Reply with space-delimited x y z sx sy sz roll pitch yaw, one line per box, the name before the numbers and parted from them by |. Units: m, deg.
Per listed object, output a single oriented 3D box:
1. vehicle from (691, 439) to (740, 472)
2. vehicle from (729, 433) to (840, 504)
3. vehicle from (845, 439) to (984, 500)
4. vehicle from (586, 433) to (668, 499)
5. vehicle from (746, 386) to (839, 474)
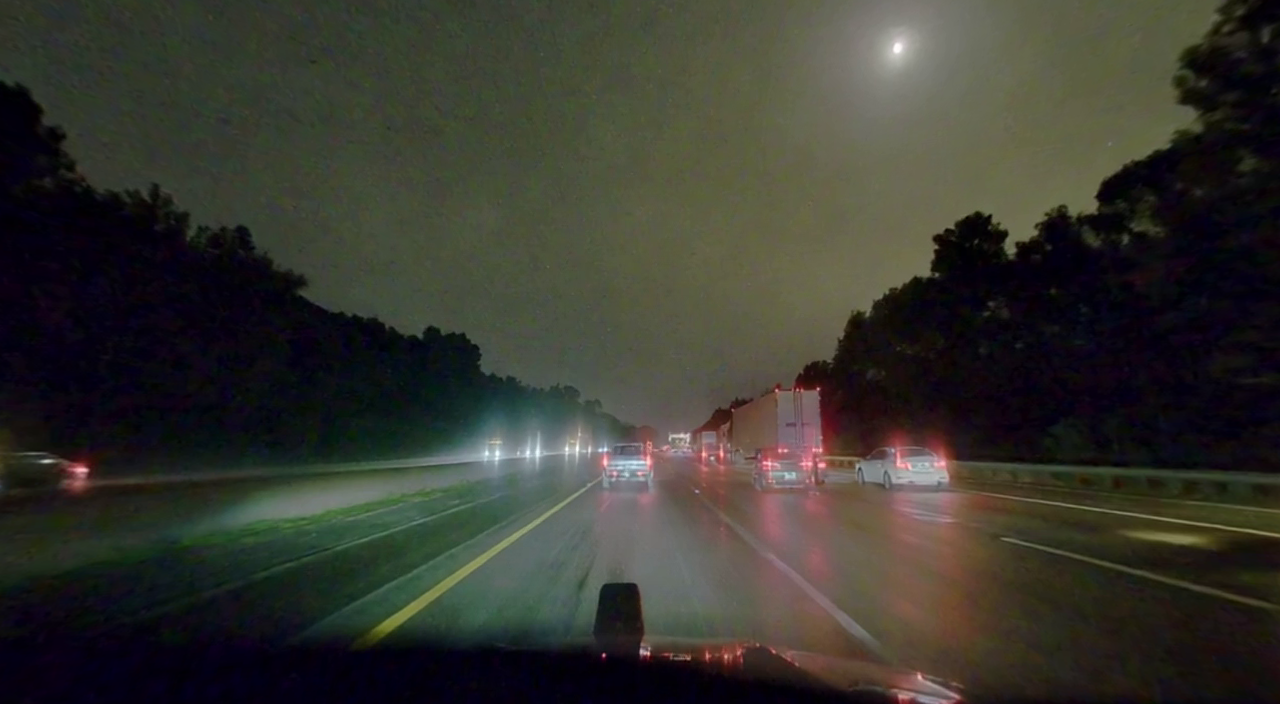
vehicle | 4.051 5.649 34.511 2.150 1.632 4.260 0 -9 0
vehicle | 3.609 2.989 16.521 1.920 1.594 3.867 0 -9 -1
vehicle | 7.406 3.198 17.548 1.951 1.467 4.173 0 -9 0
vehicle | -0.309 3.135 17.594 2.023 1.618 3.628 0 -9 1
vehicle | 7.749 4.238 33.487 2.823 4.063 8.485 0 -9 0
